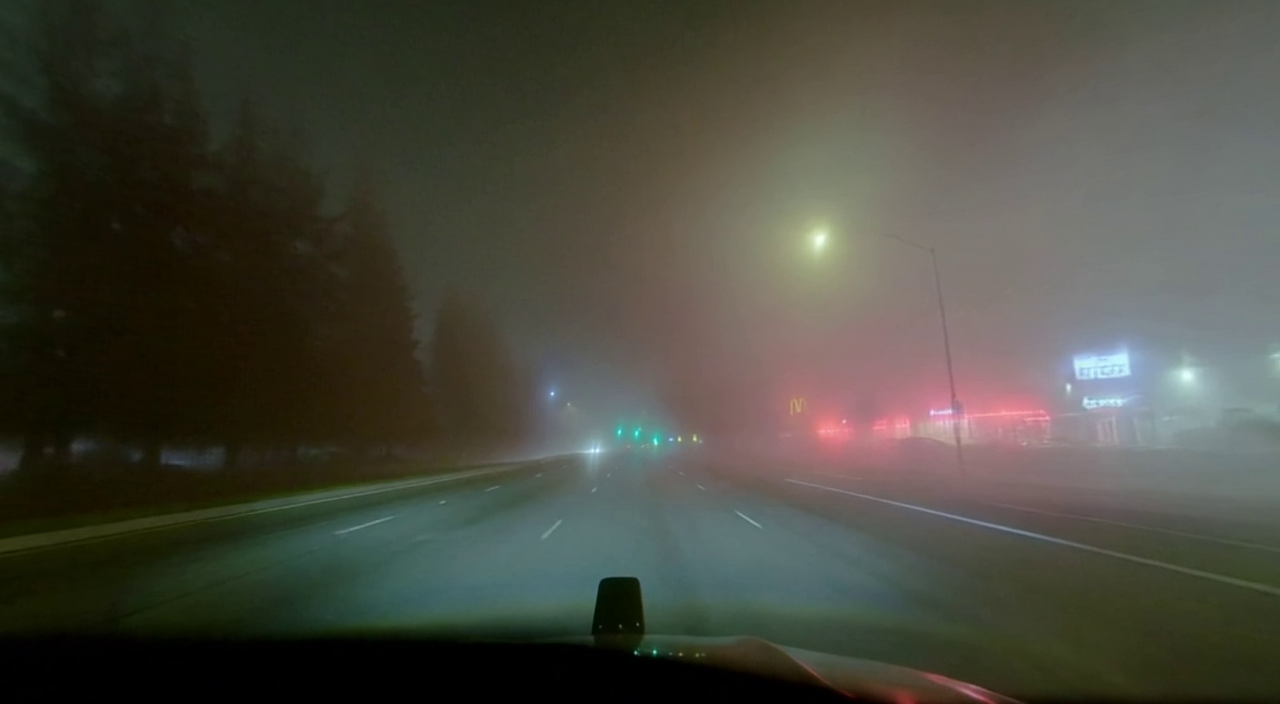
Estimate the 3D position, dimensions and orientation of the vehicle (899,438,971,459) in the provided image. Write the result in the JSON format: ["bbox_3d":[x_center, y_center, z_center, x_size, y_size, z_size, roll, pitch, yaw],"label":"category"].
[{"bbox_3d":[22.311,7.277,47.834,4.373,1.532,2.071,0,-8,-1],"label":"vehicle"}]
